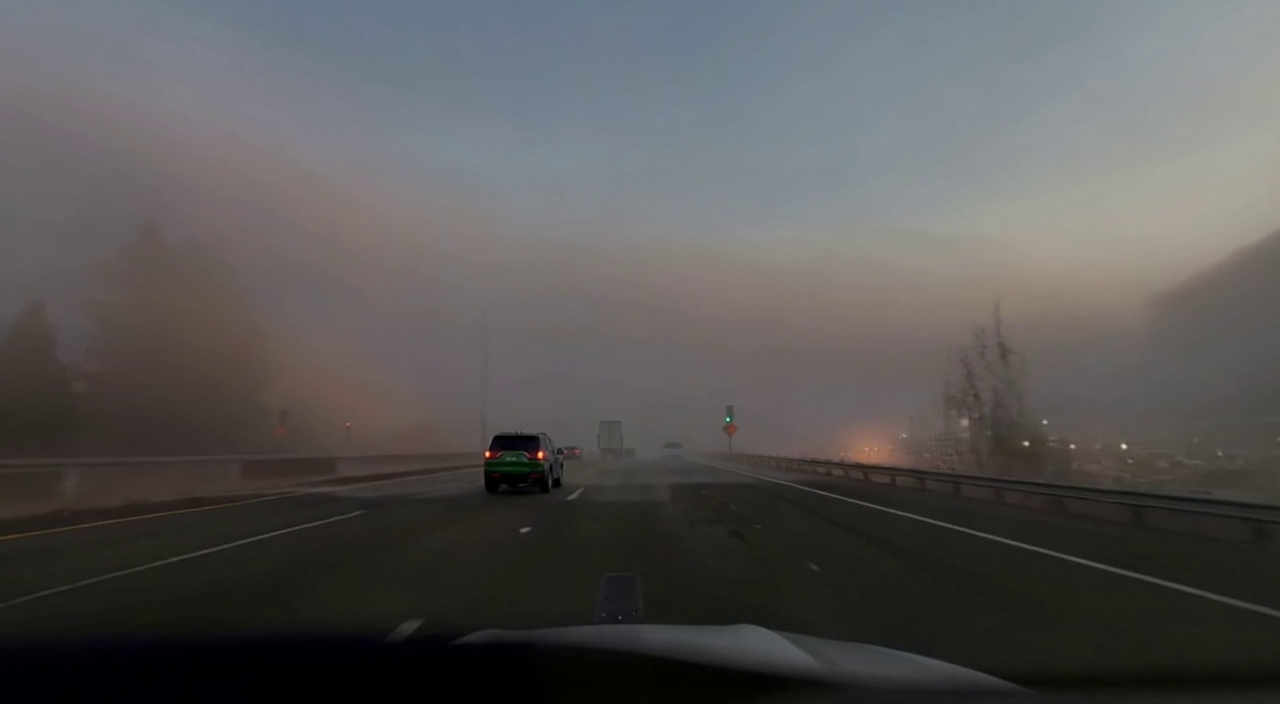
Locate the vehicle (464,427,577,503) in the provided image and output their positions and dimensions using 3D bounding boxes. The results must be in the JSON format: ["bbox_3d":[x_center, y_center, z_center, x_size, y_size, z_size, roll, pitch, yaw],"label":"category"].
[{"bbox_3d":[-3.033,2.979,17.016,2.111,1.742,4.315,0,-9,1],"label":"vehicle"}]
